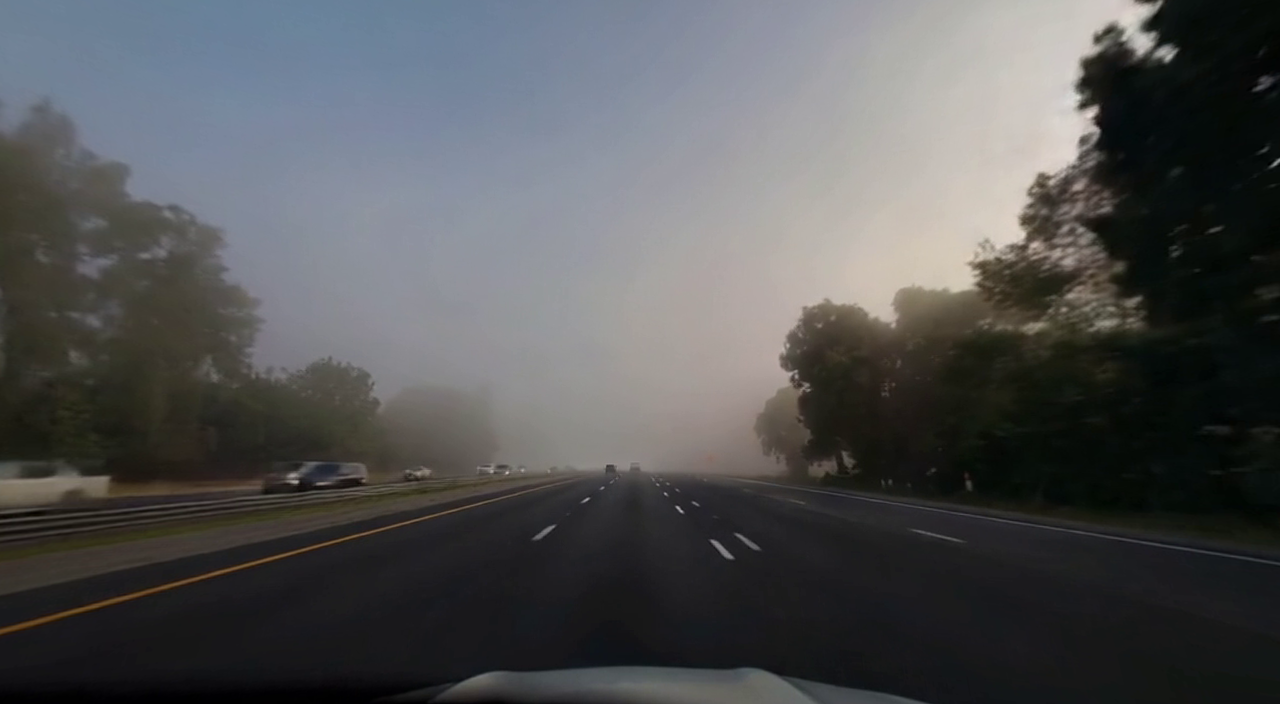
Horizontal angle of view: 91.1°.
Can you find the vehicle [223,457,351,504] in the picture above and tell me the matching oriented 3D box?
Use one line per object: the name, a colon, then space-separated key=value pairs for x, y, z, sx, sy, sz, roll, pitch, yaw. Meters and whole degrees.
vehicle: x=-12.441 y=4.570 z=22.518 sx=1.993 sy=1.464 sz=4.416 roll=1 pitch=-10 yaw=0
